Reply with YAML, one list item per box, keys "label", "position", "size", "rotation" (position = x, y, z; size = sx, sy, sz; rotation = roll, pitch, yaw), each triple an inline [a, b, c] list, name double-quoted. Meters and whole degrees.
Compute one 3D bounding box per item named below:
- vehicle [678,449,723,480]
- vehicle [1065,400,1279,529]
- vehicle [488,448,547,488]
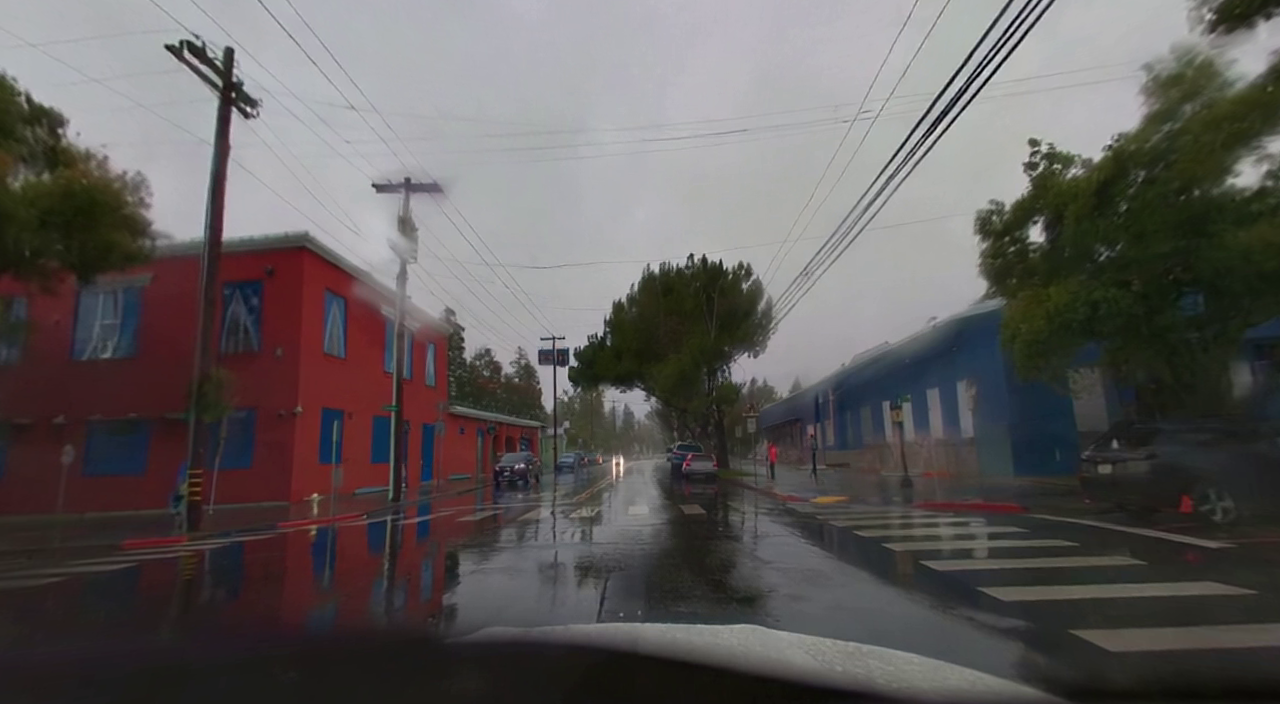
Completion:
- label: "vehicle"
  position: [3.051, 5.783, 32.732]
  size: [1.966, 1.471, 4.552]
  rotation: [0, -9, 0]
- label: "vehicle"
  position: [10.097, 1.750, 10.043]
  size: [5.100, 1.806, 2.124]
  rotation: [0, -9, 0]
- label: "vehicle"
  position: [-6.437, 6.086, 33.590]
  size: [2.140, 1.746, 4.385]
  rotation: [-4, -8, 1]
